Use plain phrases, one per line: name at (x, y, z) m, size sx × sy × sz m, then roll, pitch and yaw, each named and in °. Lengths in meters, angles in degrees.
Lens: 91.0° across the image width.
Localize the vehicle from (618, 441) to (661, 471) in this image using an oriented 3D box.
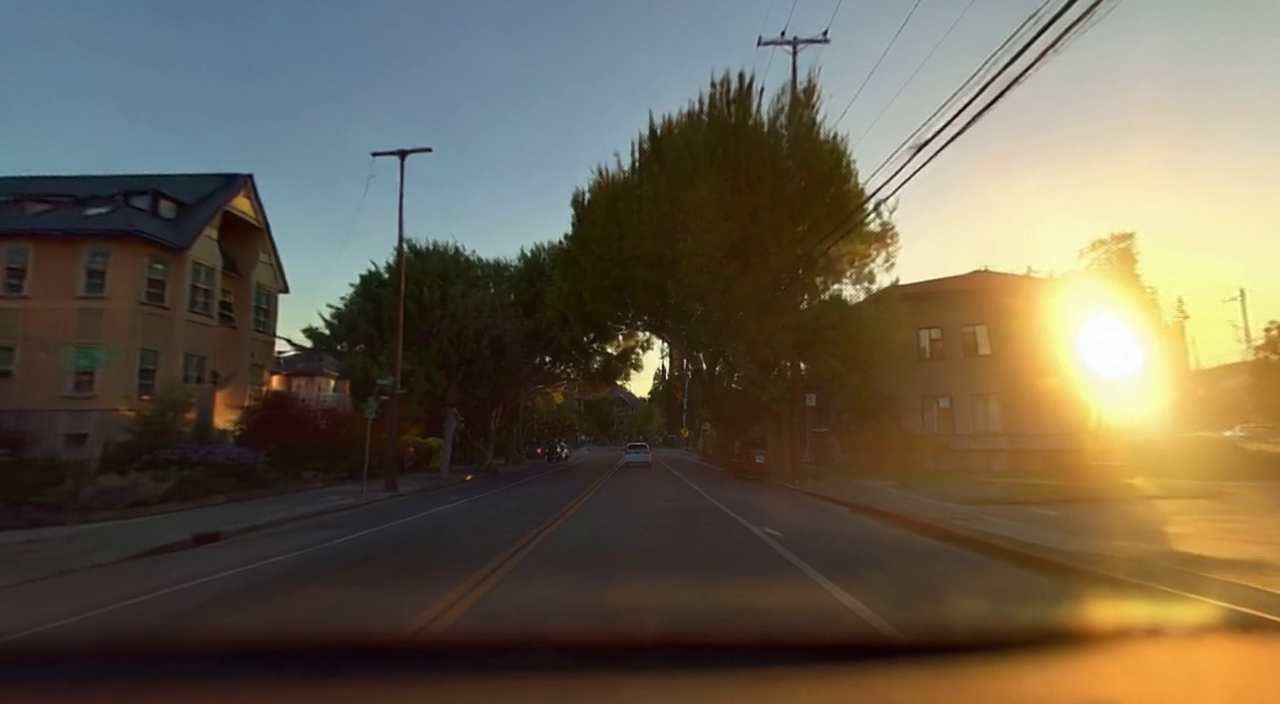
vehicle at (-0.056, 5.397, 32.895) m, size 2.104 × 1.500 × 3.815 m, roll 0°, pitch -8°, yaw 0°

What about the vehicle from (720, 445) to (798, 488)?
vehicle at (4.499, 4.397, 24.669) m, size 1.977 × 1.481 × 5.155 m, roll 0°, pitch -8°, yaw -1°
